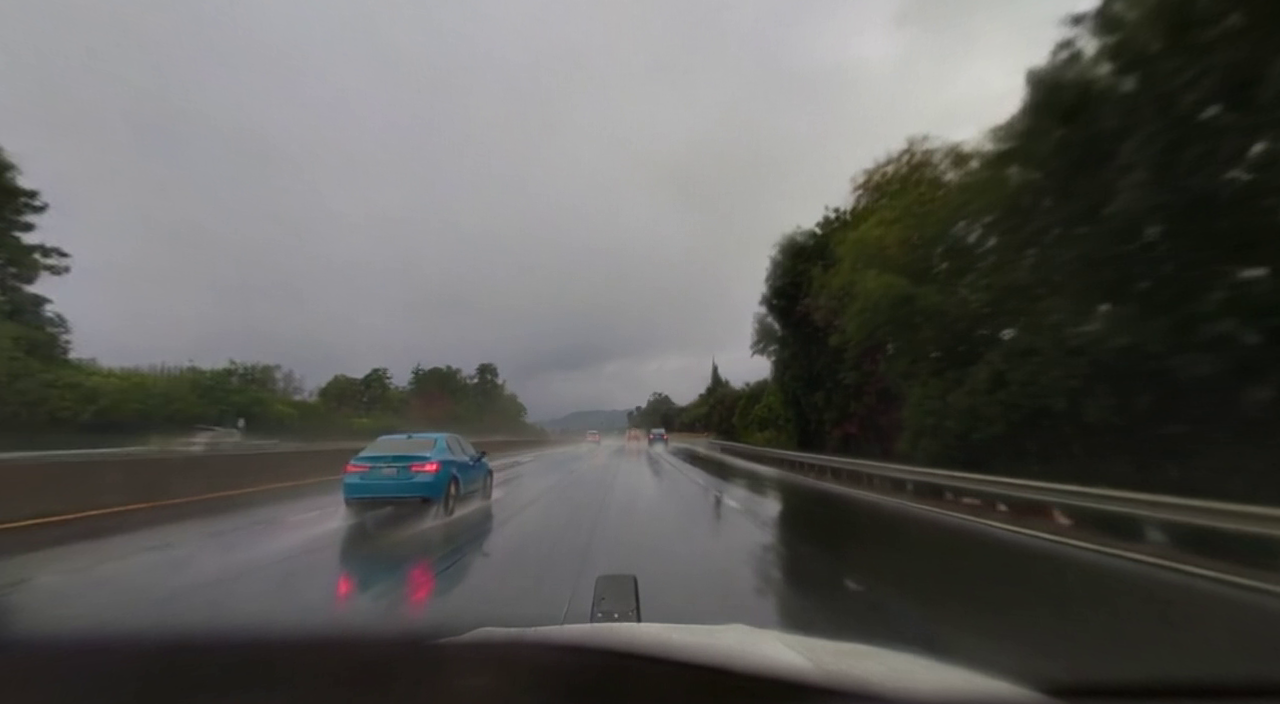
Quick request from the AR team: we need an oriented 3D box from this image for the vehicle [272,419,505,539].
[{"bbox_3d":[-3.695,1.919,10.279,2.026,1.517,4.325,0,-8,0],"label":"vehicle"}]
